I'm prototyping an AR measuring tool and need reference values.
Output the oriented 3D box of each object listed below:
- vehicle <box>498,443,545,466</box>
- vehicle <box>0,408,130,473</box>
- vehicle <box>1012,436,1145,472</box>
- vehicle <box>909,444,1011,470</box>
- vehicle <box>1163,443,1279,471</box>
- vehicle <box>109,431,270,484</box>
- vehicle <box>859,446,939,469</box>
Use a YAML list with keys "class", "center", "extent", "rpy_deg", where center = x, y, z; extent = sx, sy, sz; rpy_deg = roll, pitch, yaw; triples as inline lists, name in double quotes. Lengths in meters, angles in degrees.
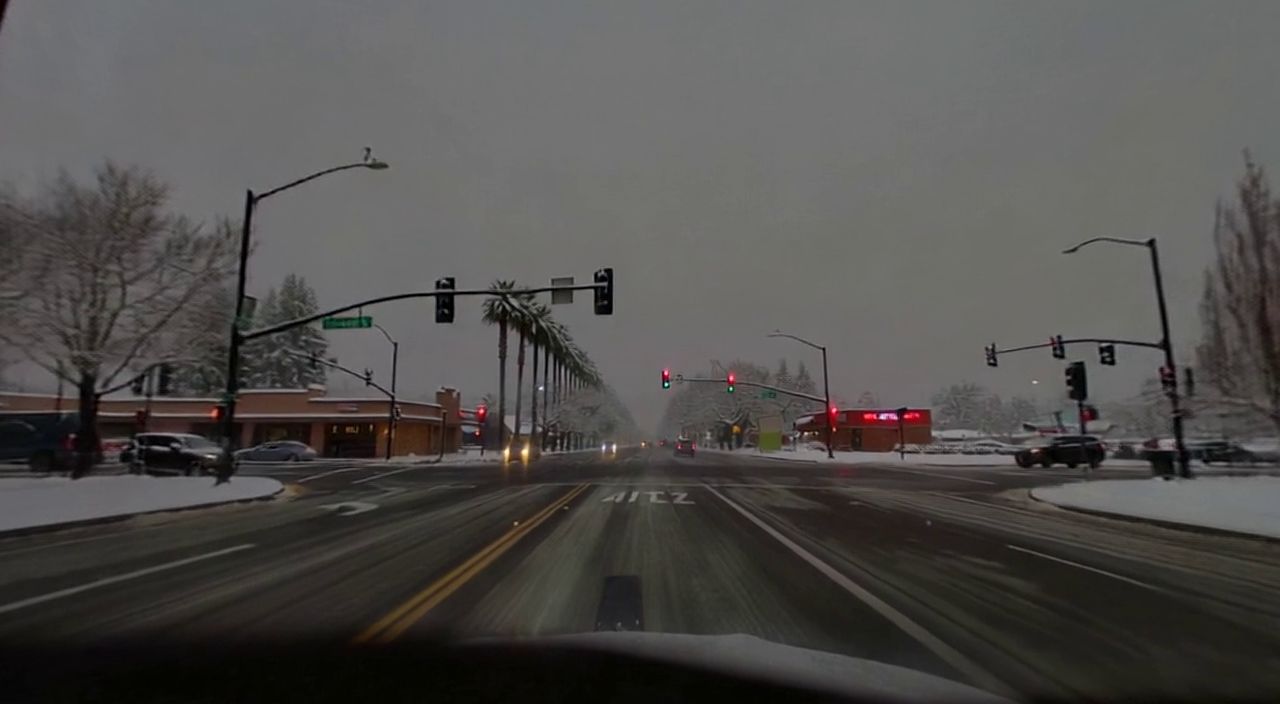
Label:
- class: "vehicle"
  center: [-9.212, 8.050, 49.487]
  extent: [2.045, 1.699, 4.563]
  rpy_deg: [-2, -9, 11]
- class: "vehicle"
  center: [-35.503, 4.804, 34.201]
  extent: [12.726, 3.308, 3.114]
  rpy_deg: [0, -7, 0]
- class: "vehicle"
  center: [23.341, 5.449, 33.672]
  extent: [5.509, 1.873, 2.123]
  rpy_deg: [0, -9, -2]
- class: "vehicle"
  center: [18.867, 6.205, 37.278]
  extent: [4.977, 1.508, 1.948]
  rpy_deg: [0, -9, 0]
- class: "vehicle"
  center: [31.421, 5.636, 33.853]
  extent: [4.701, 1.463, 1.989]
  rpy_deg: [0, -9, 0]
- class: "vehicle"
  center: [-18.716, 4.386, 26.349]
  extent: [4.901, 2.064, 2.296]
  rpy_deg: [0, -9, 0]
- class: "vehicle"
  center: [17.080, 6.943, 41.599]
  extent: [4.451, 1.494, 1.857]
  rpy_deg: [0, -9, 3]
